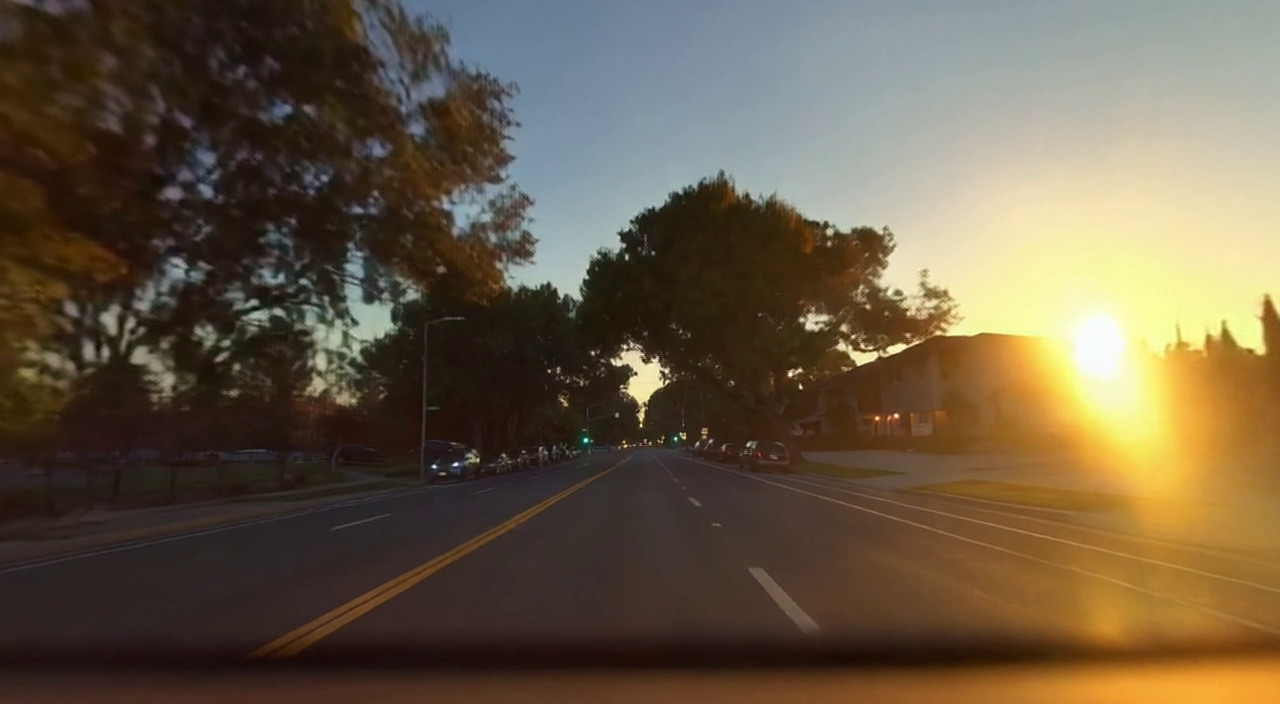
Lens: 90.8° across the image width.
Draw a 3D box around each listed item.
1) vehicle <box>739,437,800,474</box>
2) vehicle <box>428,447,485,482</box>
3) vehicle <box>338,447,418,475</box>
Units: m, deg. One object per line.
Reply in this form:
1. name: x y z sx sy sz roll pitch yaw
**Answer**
1. vehicle: 7.500 6.048 37.250 2.224 1.956 6.057 0 -8 -1
2. vehicle: -10.654 6.547 36.975 1.996 1.781 4.139 -3 -9 3
3. vehicle: -18.351 7.643 44.393 4.699 1.853 2.095 -1 -8 3
